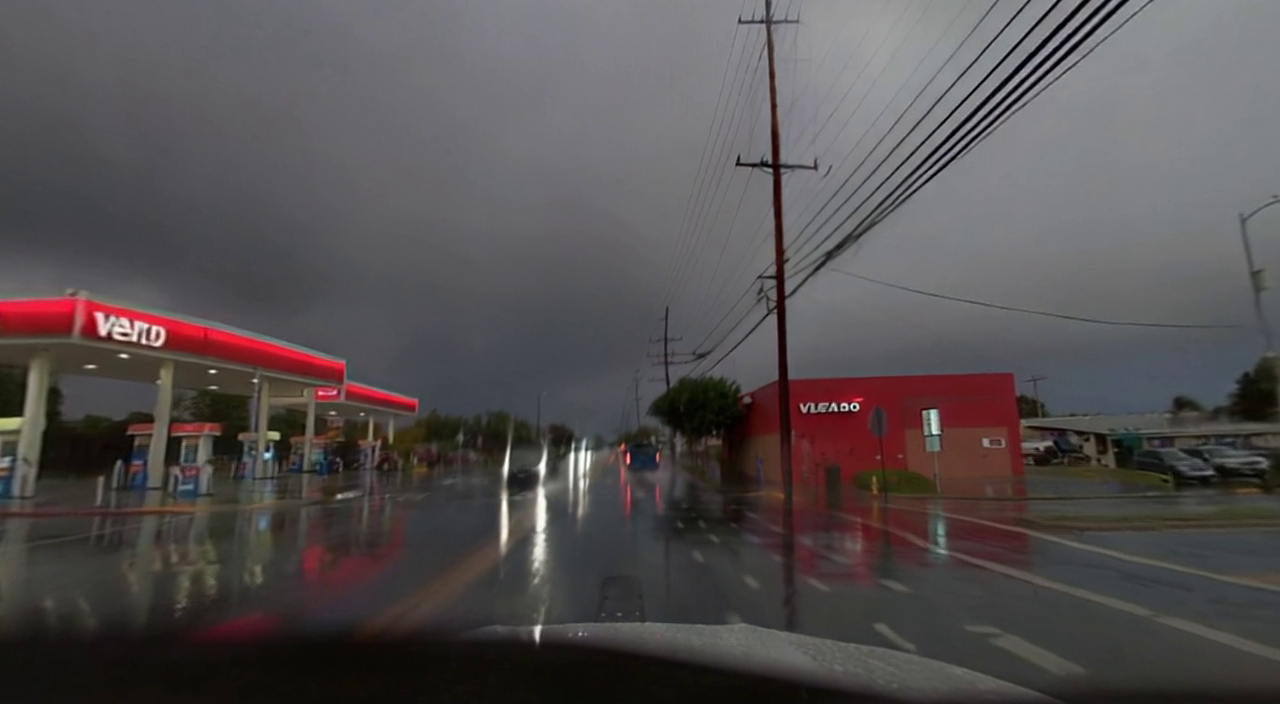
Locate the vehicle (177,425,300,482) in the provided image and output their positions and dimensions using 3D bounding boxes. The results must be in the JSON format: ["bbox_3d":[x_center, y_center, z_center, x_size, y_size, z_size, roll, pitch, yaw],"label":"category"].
[{"bbox_3d":[-17.728,4.514,28.236,2.499,2.309,4.613,0,-9,-2],"label":"vehicle"}]

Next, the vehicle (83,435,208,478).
[{"bbox_3d":[-20.097,4.336,25.964,1.913,1.591,4.374,2,-10,-6],"label":"vehicle"}]

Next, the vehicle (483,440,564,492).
[{"bbox_3d":[-4.506,4.483,25.262,2.274,1.844,4.843,0,-9,0],"label":"vehicle"}]

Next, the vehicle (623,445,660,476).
[{"bbox_3d":[0.022,6.224,36.473,2.000,1.663,4.271,0,-9,-2],"label":"vehicle"}]

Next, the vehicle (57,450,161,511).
[{"bbox_3d":[-15.635,3.634,18.497,1.928,1.487,5.116,8,-12,-42],"label":"vehicle"}]

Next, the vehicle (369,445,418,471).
[{"bbox_3d":[-17.608,7.571,45.386,1.890,1.761,4.578,1,-9,-4],"label":"vehicle"}]
